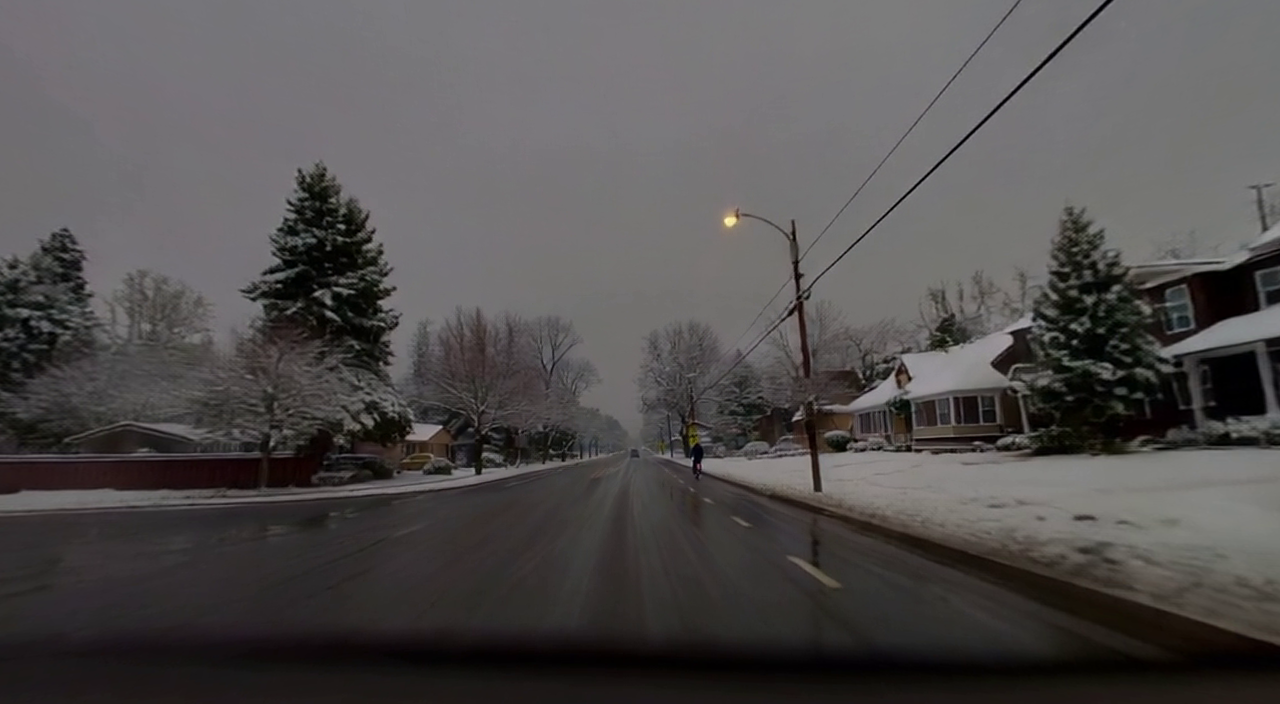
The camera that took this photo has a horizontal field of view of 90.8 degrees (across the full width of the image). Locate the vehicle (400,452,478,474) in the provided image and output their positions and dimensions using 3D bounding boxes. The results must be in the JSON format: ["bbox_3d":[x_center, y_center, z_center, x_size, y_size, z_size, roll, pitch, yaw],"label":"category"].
[{"bbox_3d":[-13.629,7.549,43.020,4.717,1.465,1.887,0,-9,-4],"label":"vehicle"}]
